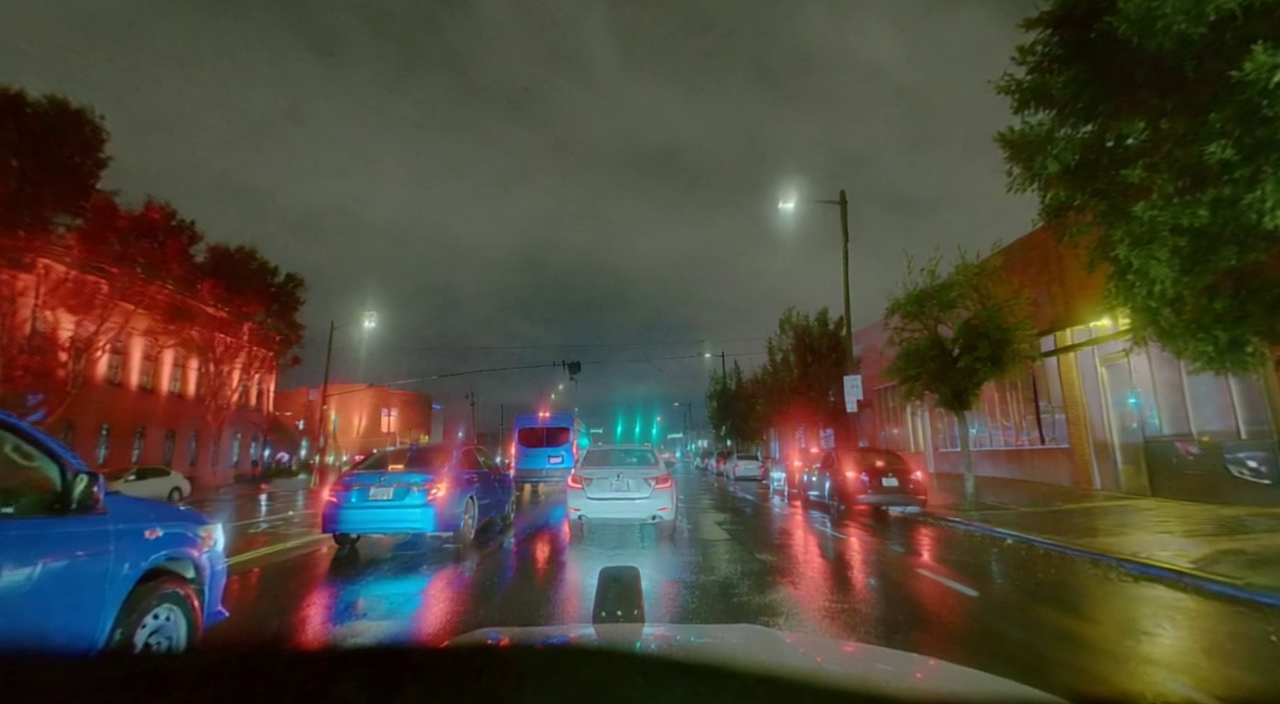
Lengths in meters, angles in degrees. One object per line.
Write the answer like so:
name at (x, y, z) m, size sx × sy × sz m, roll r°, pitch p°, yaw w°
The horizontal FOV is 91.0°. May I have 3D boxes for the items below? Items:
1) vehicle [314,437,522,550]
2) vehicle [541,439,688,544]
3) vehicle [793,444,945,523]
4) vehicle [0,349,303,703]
vehicle at (-3.536, 2.326, 11.091) m, size 1.995 × 1.554 × 4.426 m, roll 0°, pitch -9°, yaw 1°
vehicle at (-0.383, 2.369, 11.362) m, size 2.152 × 1.518 × 4.113 m, roll 0°, pitch -9°, yaw 0°
vehicle at (4.912, 2.854, 14.203) m, size 1.832 × 1.491 × 4.054 m, roll 1°, pitch -9°, yaw -1°
vehicle at (-3.704, 0.853, 2.444) m, size 2.140 × 1.768 × 4.685 m, roll 0°, pitch -9°, yaw 0°
